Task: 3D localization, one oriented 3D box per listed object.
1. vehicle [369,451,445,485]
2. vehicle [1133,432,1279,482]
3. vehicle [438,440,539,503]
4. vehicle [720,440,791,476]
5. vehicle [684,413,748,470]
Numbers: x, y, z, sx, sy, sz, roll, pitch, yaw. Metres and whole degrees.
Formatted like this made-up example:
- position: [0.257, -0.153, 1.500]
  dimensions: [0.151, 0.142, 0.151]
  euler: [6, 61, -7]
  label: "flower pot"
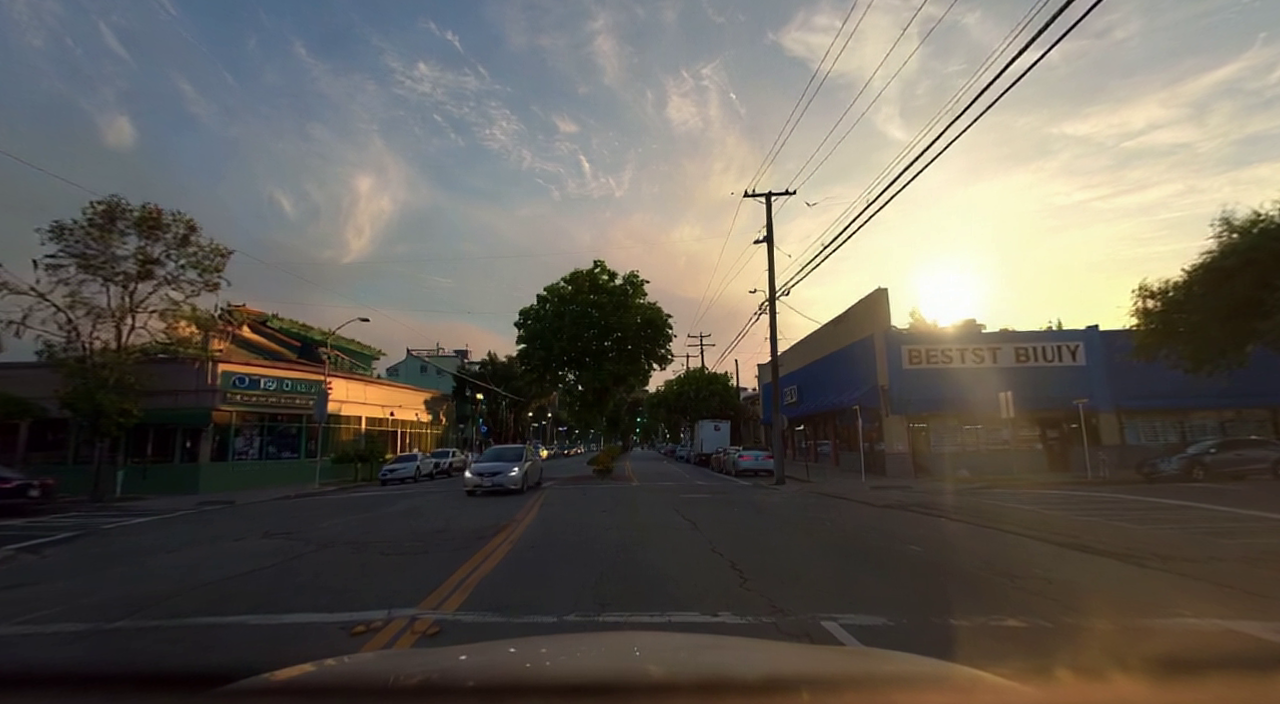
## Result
- position: [-10.960, 5.461, 30.053]
  dimensions: [1.978, 1.452, 4.263]
  euler: [0, -8, 0]
  label: "vehicle"
- position: [18.618, 3.287, 19.935]
  dimensions: [4.368, 1.479, 1.985]
  euler: [0, -9, 1]
  label: "vehicle"
- position: [-4.013, 3.221, 17.464]
  dimensions: [1.914, 1.506, 4.125]
  euler: [0, -8, -2]
  label: "vehicle"
- position: [5.588, 5.175, 31.125]
  dimensions: [1.963, 1.646, 4.204]
  euler: [2, -9, -11]
  label: "vehicle"
- position: [4.600, 5.651, 39.834]
  dimensions: [2.815, 3.203, 7.558]
  euler: [0, -8, -2]
  label: "vehicle"
